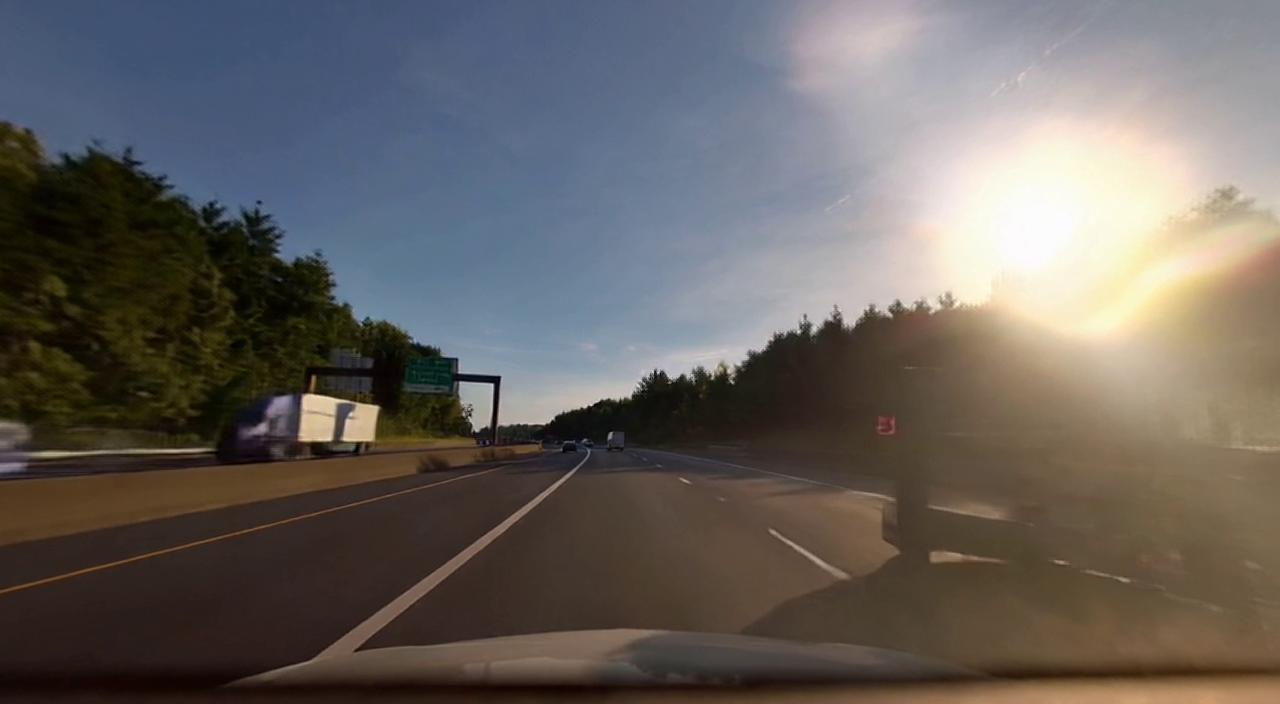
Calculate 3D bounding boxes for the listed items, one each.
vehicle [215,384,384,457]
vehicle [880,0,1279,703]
[{"bbox_3d":[-19.956,4.403,38.752,3.281,3.632,14.072,0,-8,-3],"label":"vehicle"},{"bbox_3d":[4.041,-0.094,3.536,2.964,3.950,5.853,0,-8,0],"label":"vehicle"}]
